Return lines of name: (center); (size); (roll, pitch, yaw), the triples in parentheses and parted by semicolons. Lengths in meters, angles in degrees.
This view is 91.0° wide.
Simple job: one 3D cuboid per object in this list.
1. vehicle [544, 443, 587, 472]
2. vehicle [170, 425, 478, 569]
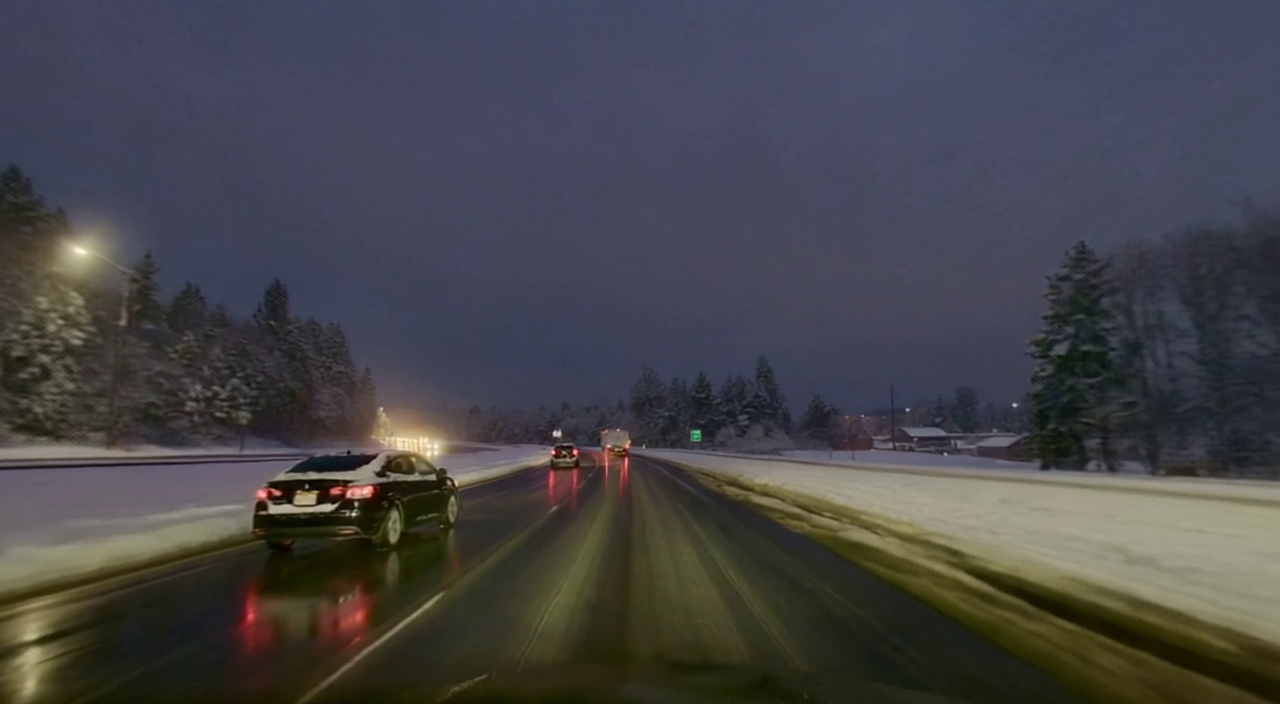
vehicle: (-3.943, 5.646, 33.849); (1.965, 1.459, 4.145); (1, -9, -2)
vehicle: (-3.984, 1.903, 9.102); (2.012, 1.510, 4.672); (0, -9, 0)
